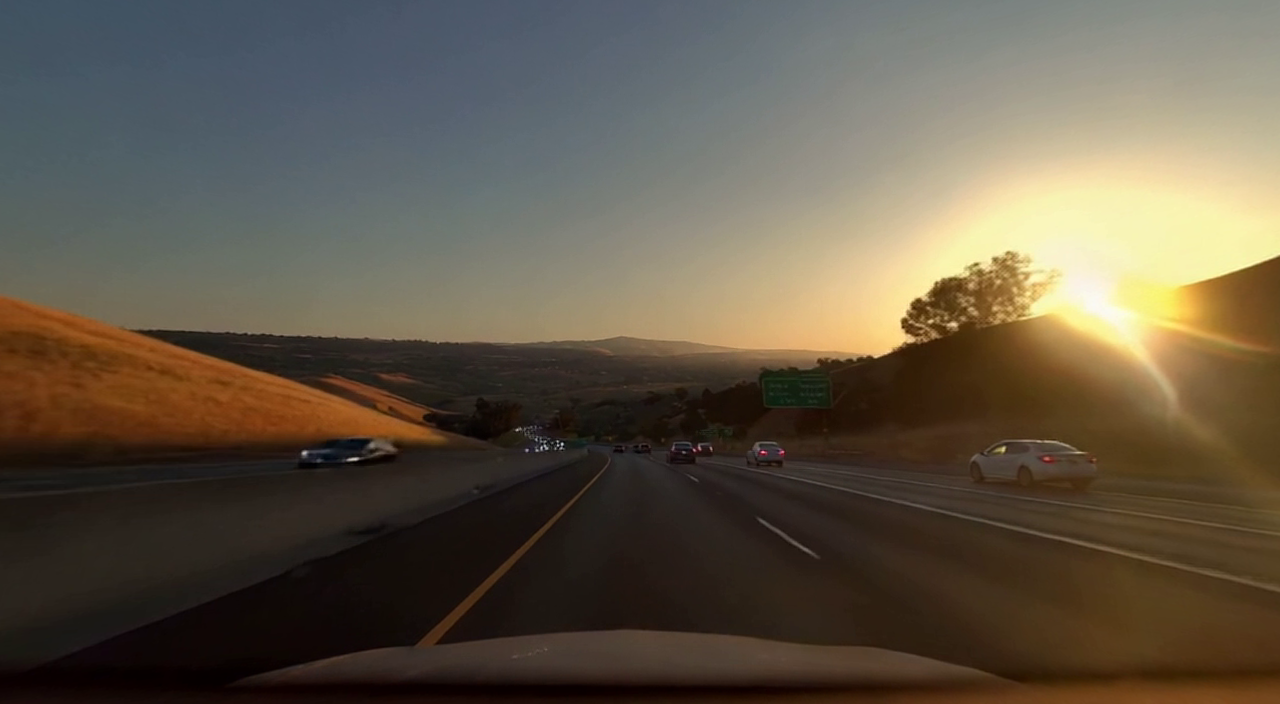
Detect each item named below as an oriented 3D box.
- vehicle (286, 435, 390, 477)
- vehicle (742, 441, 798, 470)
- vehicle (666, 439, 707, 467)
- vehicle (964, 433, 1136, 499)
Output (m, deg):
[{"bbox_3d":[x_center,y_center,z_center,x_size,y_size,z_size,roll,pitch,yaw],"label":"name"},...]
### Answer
[{"bbox_3d":[-9.941,3.412,21.085,1.723,1.223,3.577,1,-7,-1],"label":"vehicle"},{"bbox_3d":[6.841,5.500,33.763,1.952,1.442,4.259,0,-8,-2],"label":"vehicle"},{"bbox_3d":[2.763,6.077,38.233,1.977,1.601,4.598,0,-8,-2],"label":"vehicle"},{"bbox_3d":[10.915,3.034,17.237,1.844,1.560,4.085,0,-8,-1],"label":"vehicle"}]
